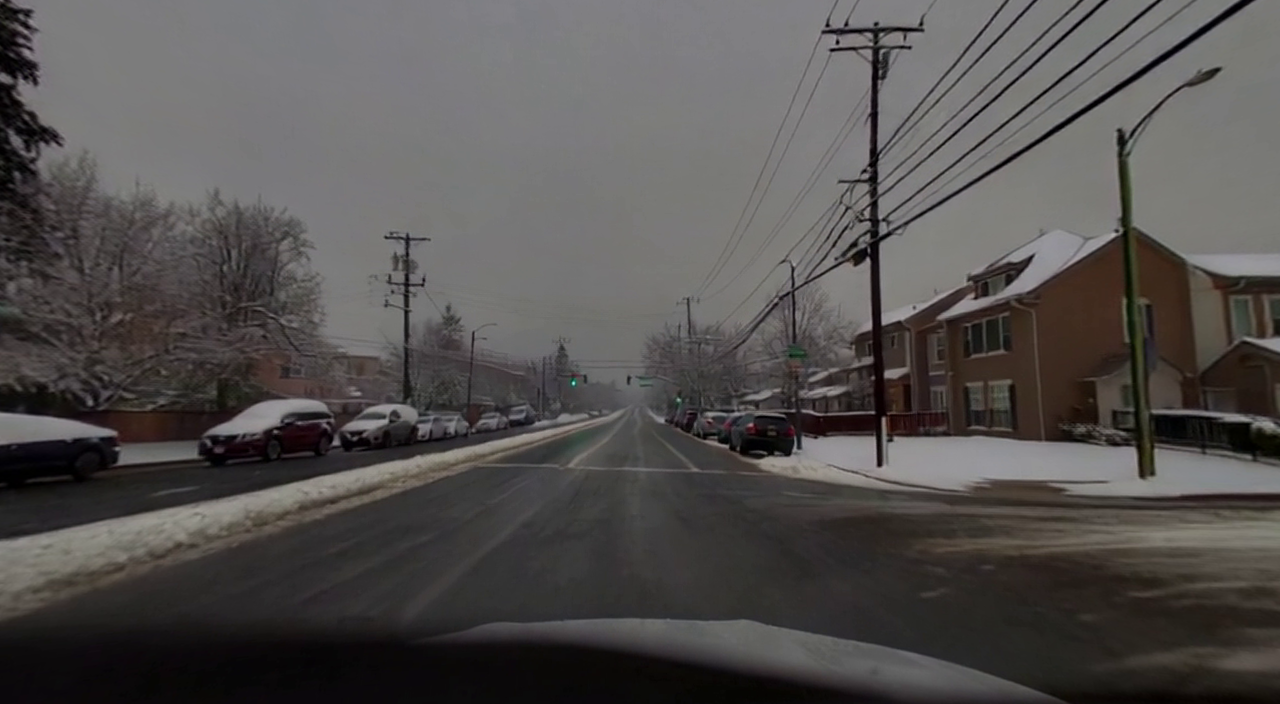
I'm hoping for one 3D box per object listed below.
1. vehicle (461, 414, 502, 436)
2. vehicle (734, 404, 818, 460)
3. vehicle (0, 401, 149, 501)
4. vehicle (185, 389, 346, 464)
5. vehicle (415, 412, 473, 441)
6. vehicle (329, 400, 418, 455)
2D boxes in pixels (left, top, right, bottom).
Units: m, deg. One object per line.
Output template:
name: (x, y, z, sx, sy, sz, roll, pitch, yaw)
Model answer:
vehicle: (-11.326, 5.258, 45.394, 1.903, 1.535, 4.342, 0, -7, -1)
vehicle: (4.419, 2.667, 21.179, 1.867, 1.680, 4.176, 0, -7, 0)
vehicle: (-11.003, 1.609, 10.417, 2.082, 1.540, 4.654, 0, -7, 0)
vehicle: (-11.100, 2.273, 19.265, 2.056, 1.980, 4.763, 0, -7, -1)
vehicle: (-11.074, 4.263, 36.014, 2.051, 1.520, 4.374, 0, -7, -2)
vehicle: (-11.307, 3.137, 27.111, 1.926, 1.998, 4.447, -4, -4, -1)
